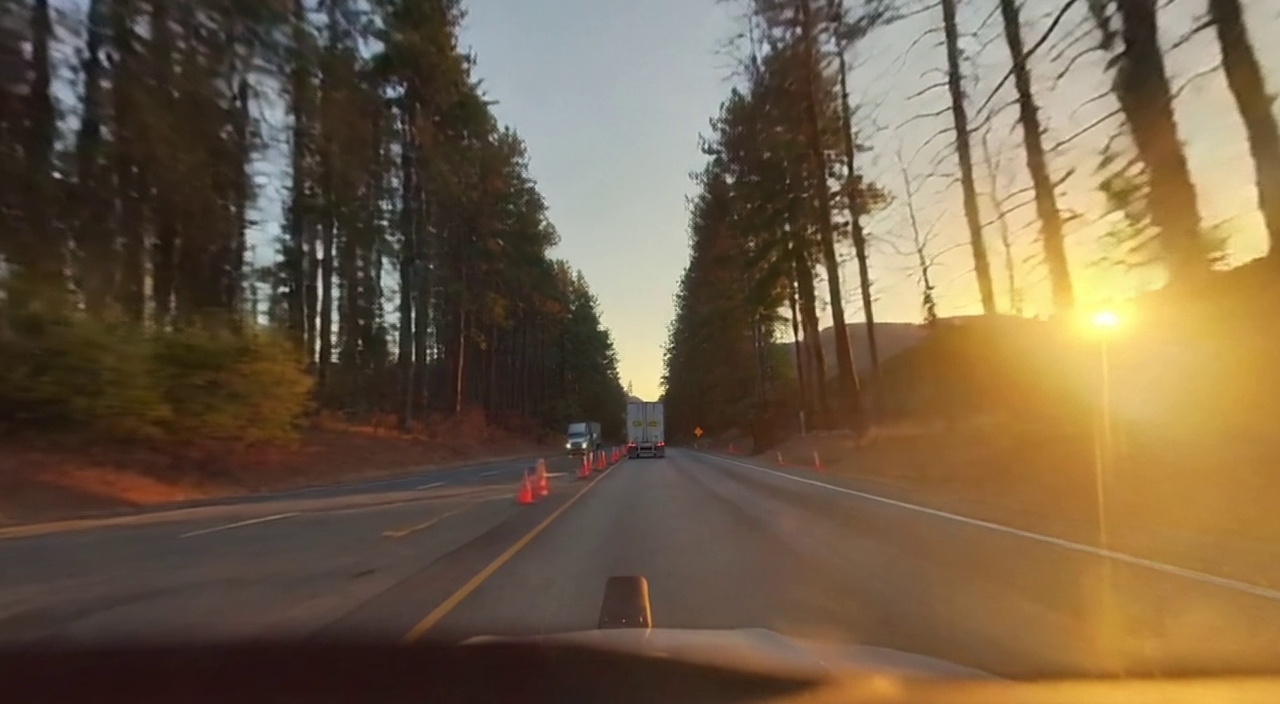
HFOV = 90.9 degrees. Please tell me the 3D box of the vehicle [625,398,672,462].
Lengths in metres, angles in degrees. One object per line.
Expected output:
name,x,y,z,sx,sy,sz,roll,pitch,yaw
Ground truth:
vehicle,0.414,5.747,45.604,2.935,4.068,11.036,0,-8,-2
